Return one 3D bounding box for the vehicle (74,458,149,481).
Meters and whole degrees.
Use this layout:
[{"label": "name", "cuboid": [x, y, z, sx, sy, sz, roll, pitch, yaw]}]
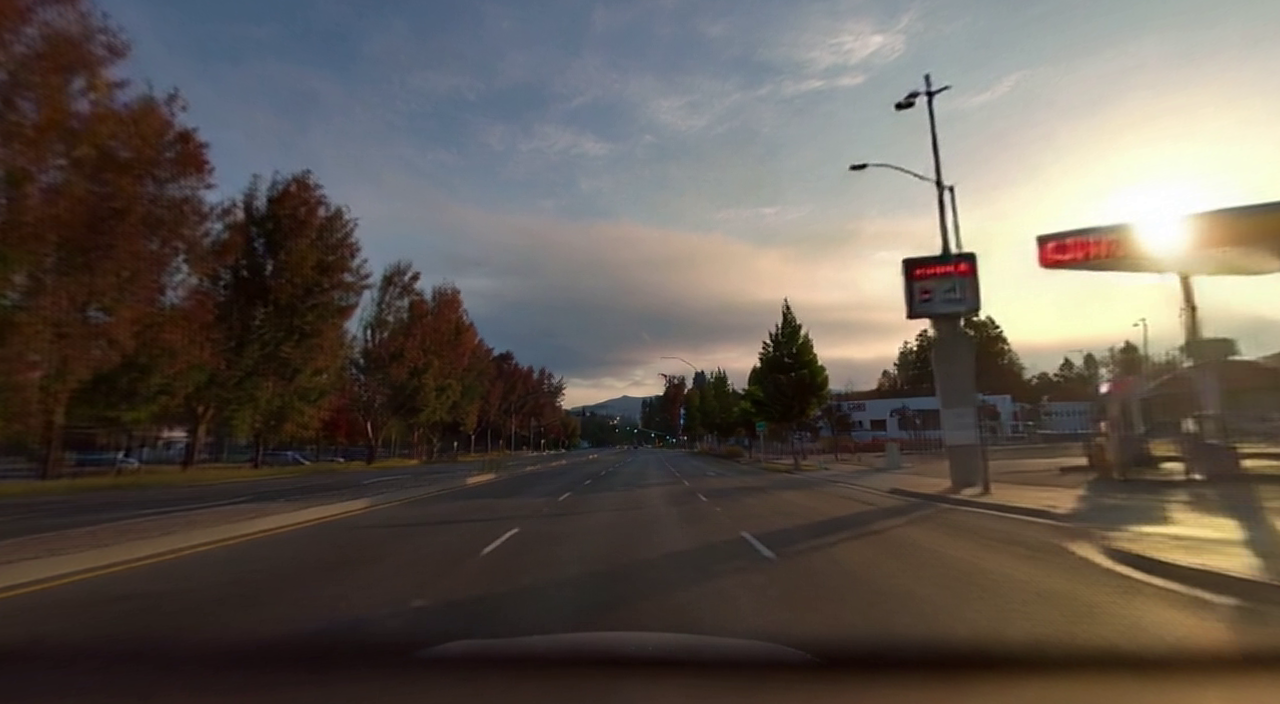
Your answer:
[{"label": "vehicle", "cuboid": [-40.013, 8.871, 47.831, 4.266, 1.505, 1.835, -2, -7, 6]}]
